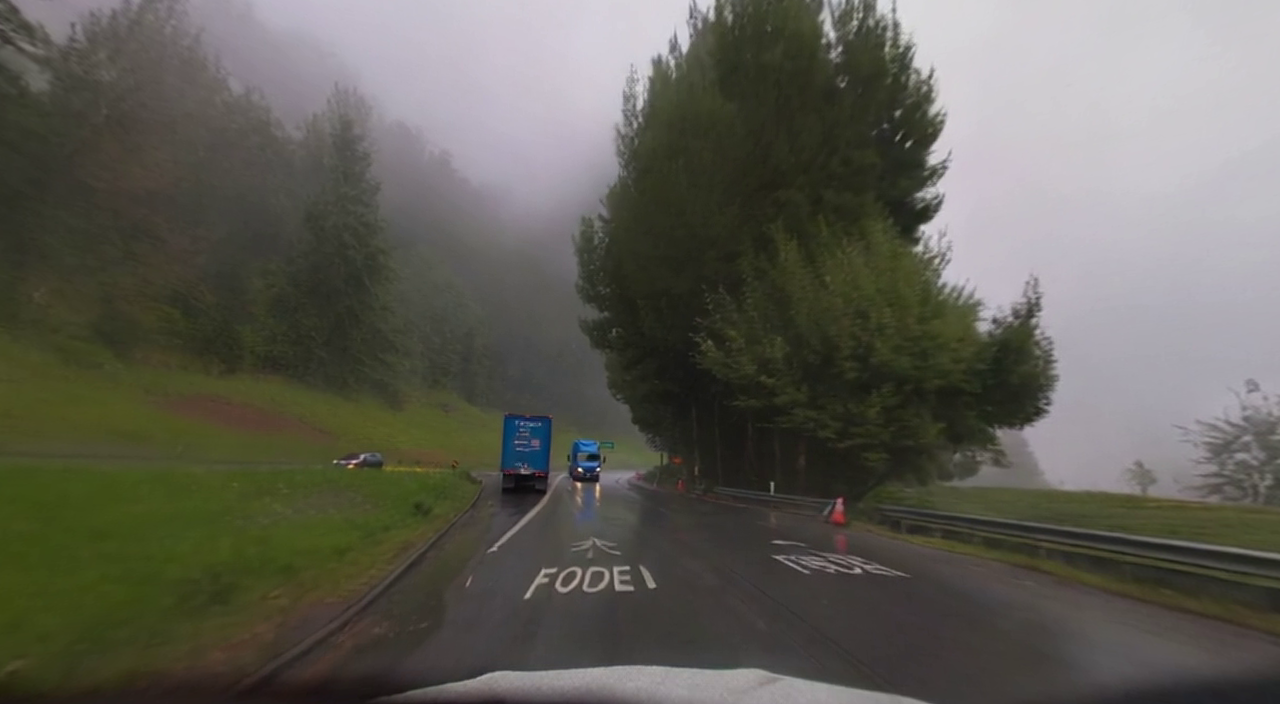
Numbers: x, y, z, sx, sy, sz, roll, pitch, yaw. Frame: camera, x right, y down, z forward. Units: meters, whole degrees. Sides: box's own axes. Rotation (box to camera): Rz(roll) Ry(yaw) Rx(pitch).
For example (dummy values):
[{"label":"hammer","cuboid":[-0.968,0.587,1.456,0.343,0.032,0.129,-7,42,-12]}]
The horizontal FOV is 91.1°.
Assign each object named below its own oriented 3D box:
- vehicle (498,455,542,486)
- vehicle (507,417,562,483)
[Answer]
[{"label":"vehicle","cuboid":[-6.440,6.426,34.142,2.039,1.536,3.648,2,-10,-6]},{"label":"vehicle","cuboid":[-7.078,6.852,43.231,3.025,4.012,8.399,2,-11,-6]}]
